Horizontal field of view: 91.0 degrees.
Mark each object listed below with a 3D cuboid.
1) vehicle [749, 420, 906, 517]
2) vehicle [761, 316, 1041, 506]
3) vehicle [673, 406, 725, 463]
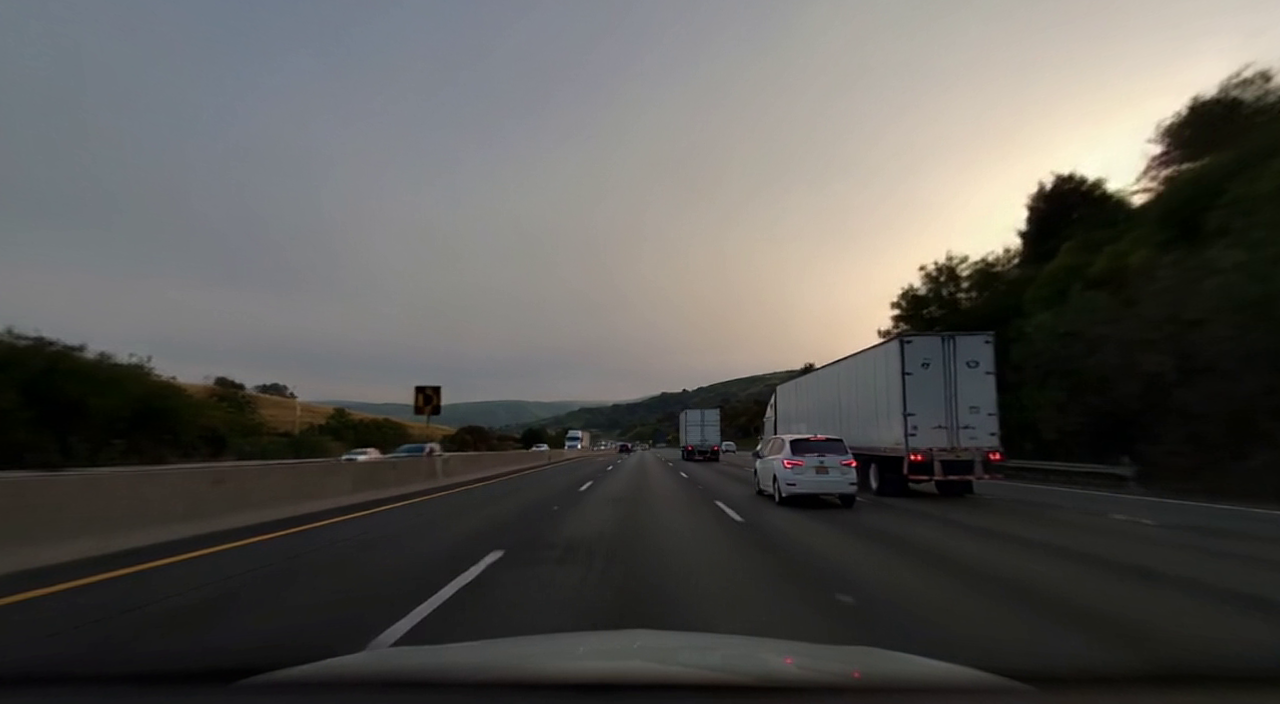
[{"bbox_3d":[3.754,2.420,13.530,2.055,1.737,4.224,0,-9,0],"label":"vehicle"},{"bbox_3d":[7.241,2.461,21.919,2.947,4.199,16.175,0,-9,0],"label":"vehicle"},{"bbox_3d":[4.412,6.564,49.331,3.049,3.968,10.706,0,-9,0],"label":"vehicle"}]
